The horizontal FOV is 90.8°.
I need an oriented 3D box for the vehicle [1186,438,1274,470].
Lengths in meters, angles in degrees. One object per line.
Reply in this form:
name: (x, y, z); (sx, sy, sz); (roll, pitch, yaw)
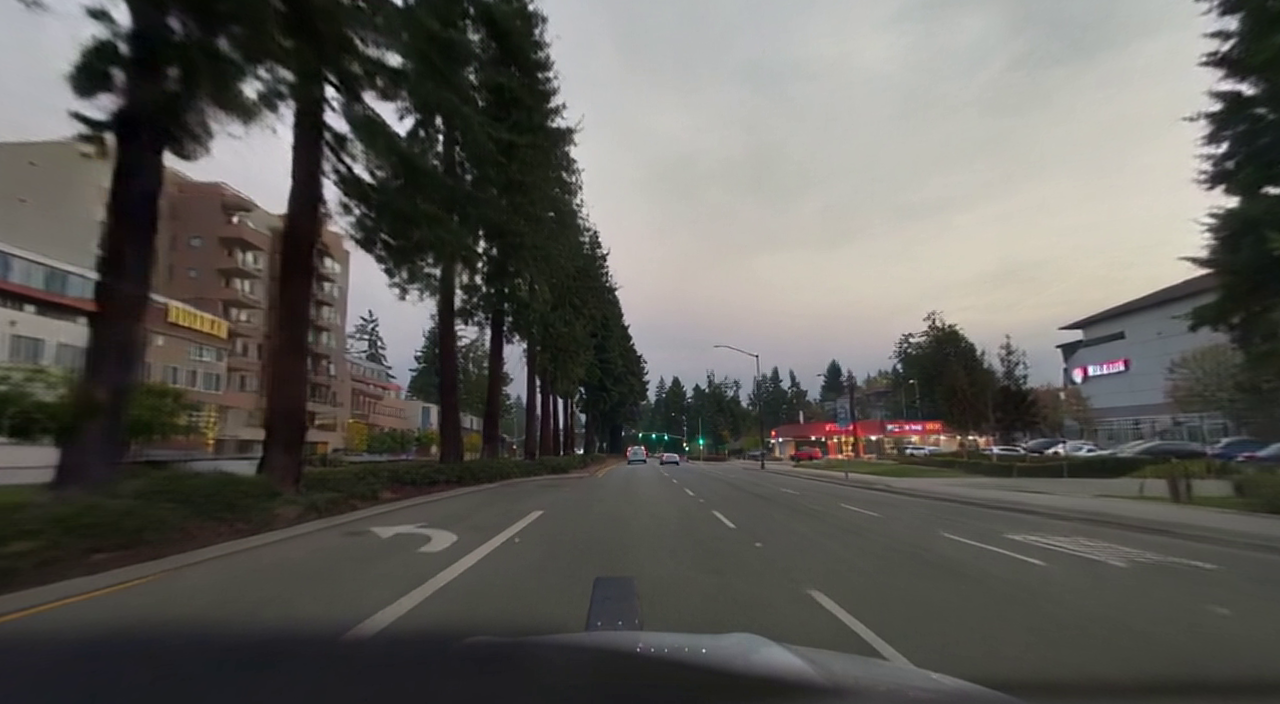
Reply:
vehicle: (31.648, 5.491, 34.096); (2.133, 1.584, 4.842); (-5, -10, 27)

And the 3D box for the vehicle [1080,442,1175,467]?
vehicle: (34.639, 7.291, 45.014); (2.054, 1.684, 4.845); (7, -10, -33)
